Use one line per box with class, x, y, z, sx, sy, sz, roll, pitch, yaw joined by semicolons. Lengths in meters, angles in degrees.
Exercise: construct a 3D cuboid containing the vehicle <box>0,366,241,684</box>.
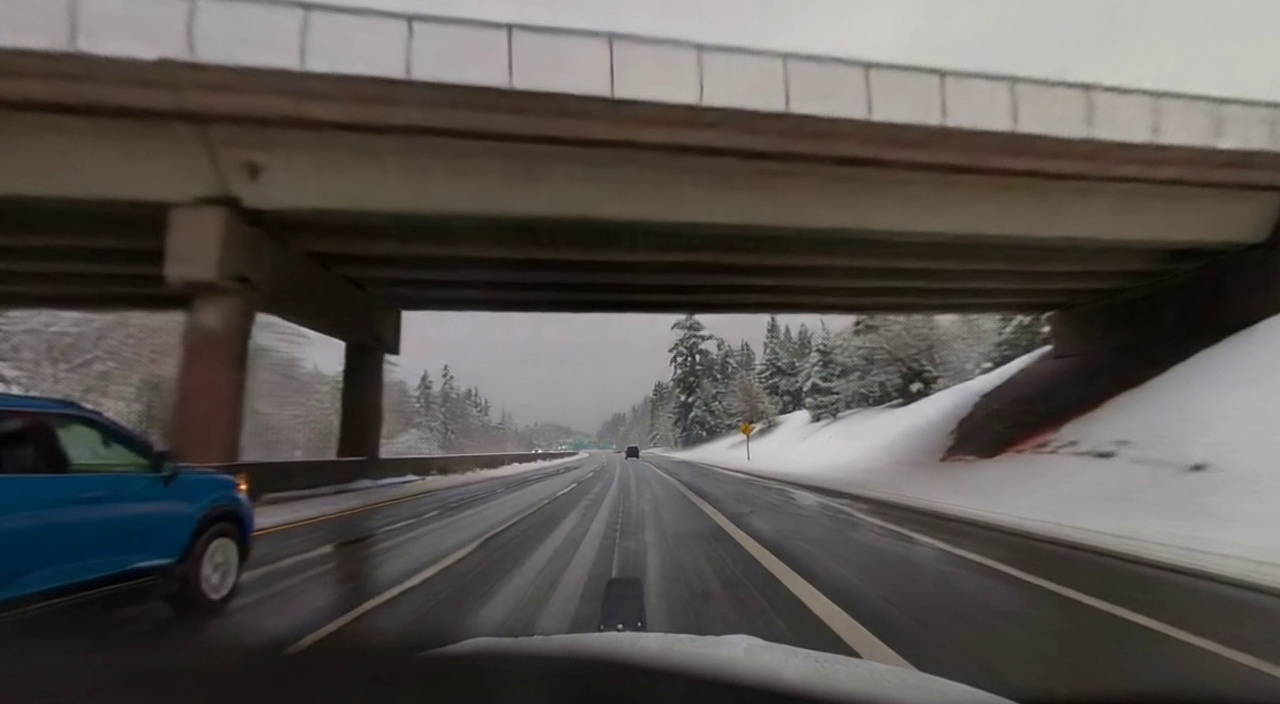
vehicle;-4.673;0.912;3.173;2.221;1.750;4.706;0;-9;0
